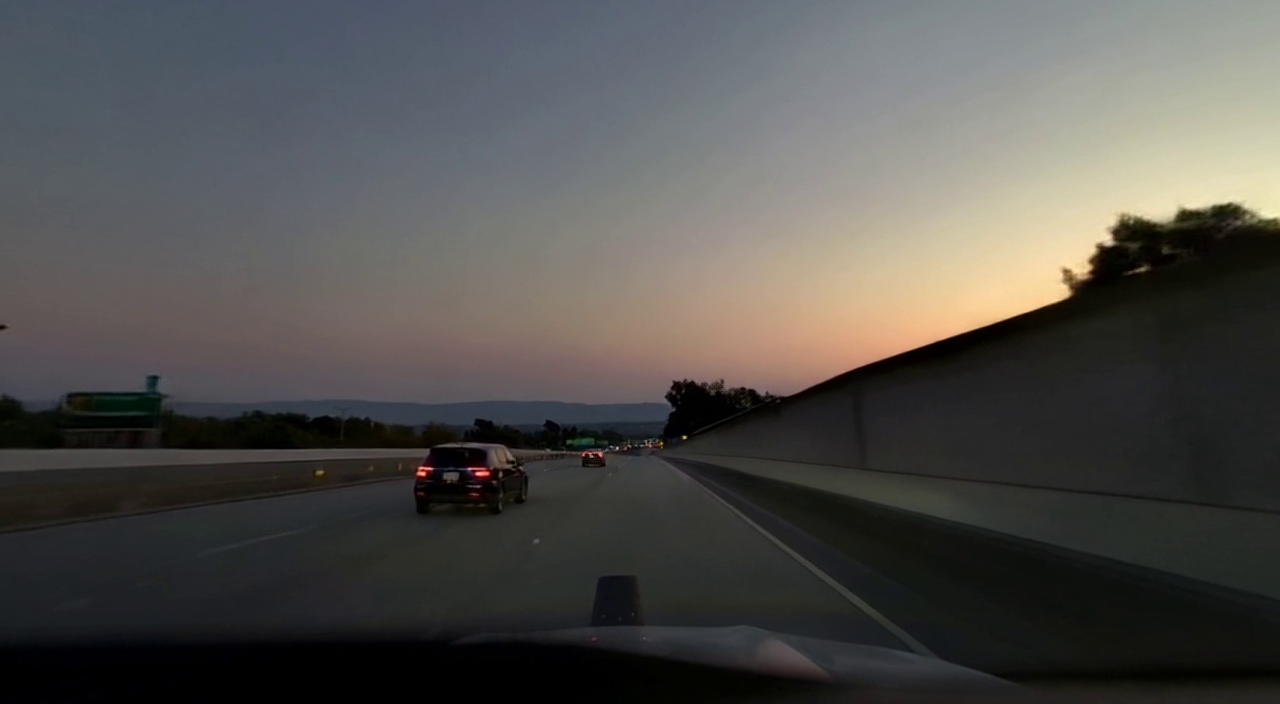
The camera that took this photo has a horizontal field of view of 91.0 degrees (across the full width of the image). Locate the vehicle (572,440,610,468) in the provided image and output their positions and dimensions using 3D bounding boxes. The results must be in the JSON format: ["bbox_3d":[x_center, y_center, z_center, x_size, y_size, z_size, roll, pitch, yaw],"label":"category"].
[{"bbox_3d":[-3.170,6.709,41.492,2.133,1.683,4.340,0,-9,0],"label":"vehicle"}]

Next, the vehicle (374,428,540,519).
[{"bbox_3d":[-3.570,2.469,13.260,2.195,1.573,4.176,0,-9,0],"label":"vehicle"}]
